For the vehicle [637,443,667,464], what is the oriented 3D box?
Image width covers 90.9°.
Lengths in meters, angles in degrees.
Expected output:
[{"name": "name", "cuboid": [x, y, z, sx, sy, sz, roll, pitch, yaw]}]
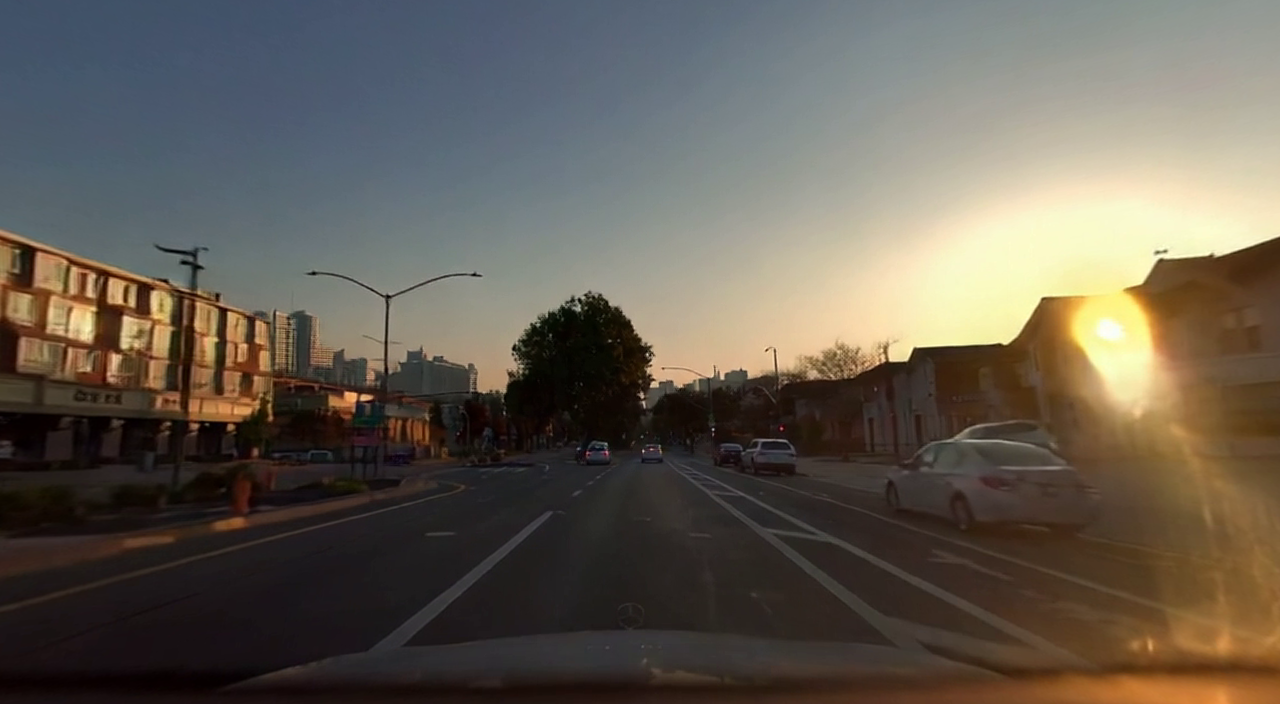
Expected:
[{"name": "vehicle", "cuboid": [0.841, 7.538, 46.880, 2.075, 1.480, 3.920, 0, -8, -1]}]

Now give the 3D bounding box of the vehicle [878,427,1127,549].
[{"name": "vehicle", "cuboid": [5.824, 2.167, 10.831, 1.955, 1.679, 3.890, 0, -7, 0]}]

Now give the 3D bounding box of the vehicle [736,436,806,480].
[{"name": "vehicle", "cuboid": [5.754, 4.673, 28.345, 2.069, 1.776, 4.797, 0, -8, 0]}]

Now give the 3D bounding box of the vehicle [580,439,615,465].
[{"name": "vehicle", "cuboid": [-2.937, 7.086, 44.852, 2.150, 1.779, 4.423, 0, -8, 1]}]
